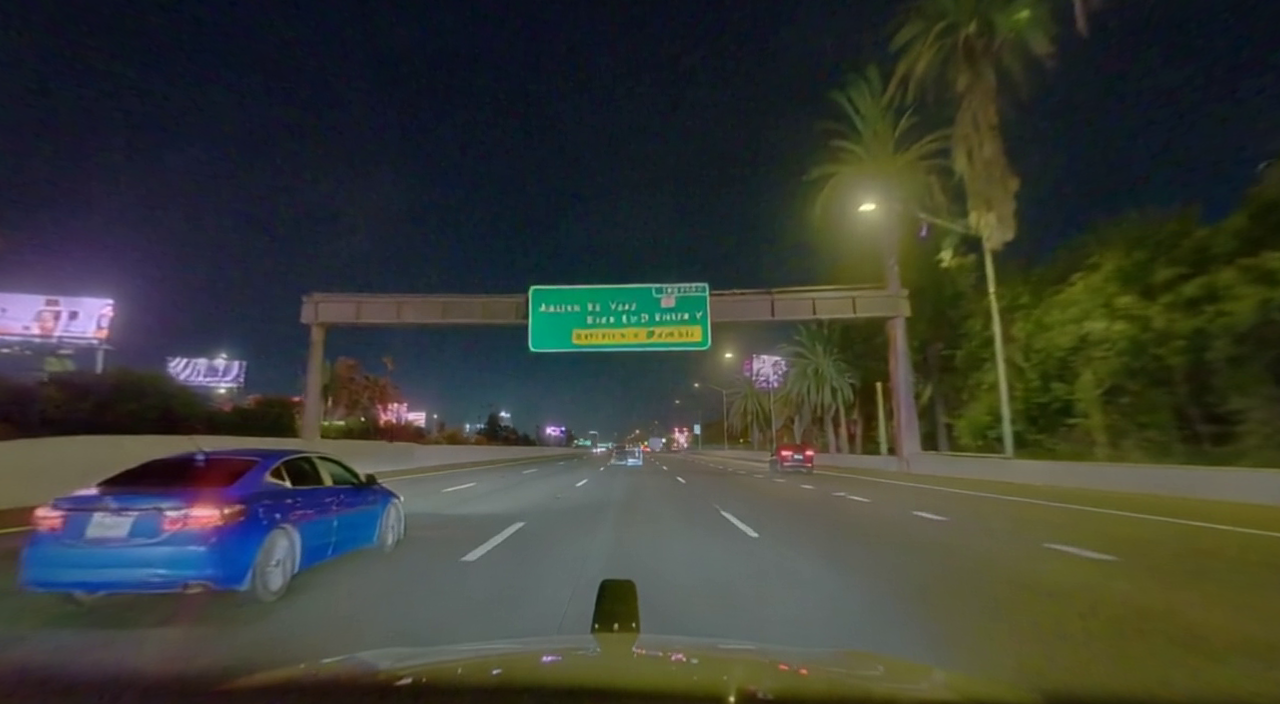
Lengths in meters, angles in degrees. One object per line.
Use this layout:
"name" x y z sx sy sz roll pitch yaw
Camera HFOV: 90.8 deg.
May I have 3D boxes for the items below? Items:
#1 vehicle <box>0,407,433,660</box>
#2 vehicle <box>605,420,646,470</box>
"vehicle" -3.983 1.525 6.544 2.021 1.598 4.887 0 -9 0
"vehicle" -0.966 5.958 40.473 2.364 2.953 6.495 0 -9 -2
